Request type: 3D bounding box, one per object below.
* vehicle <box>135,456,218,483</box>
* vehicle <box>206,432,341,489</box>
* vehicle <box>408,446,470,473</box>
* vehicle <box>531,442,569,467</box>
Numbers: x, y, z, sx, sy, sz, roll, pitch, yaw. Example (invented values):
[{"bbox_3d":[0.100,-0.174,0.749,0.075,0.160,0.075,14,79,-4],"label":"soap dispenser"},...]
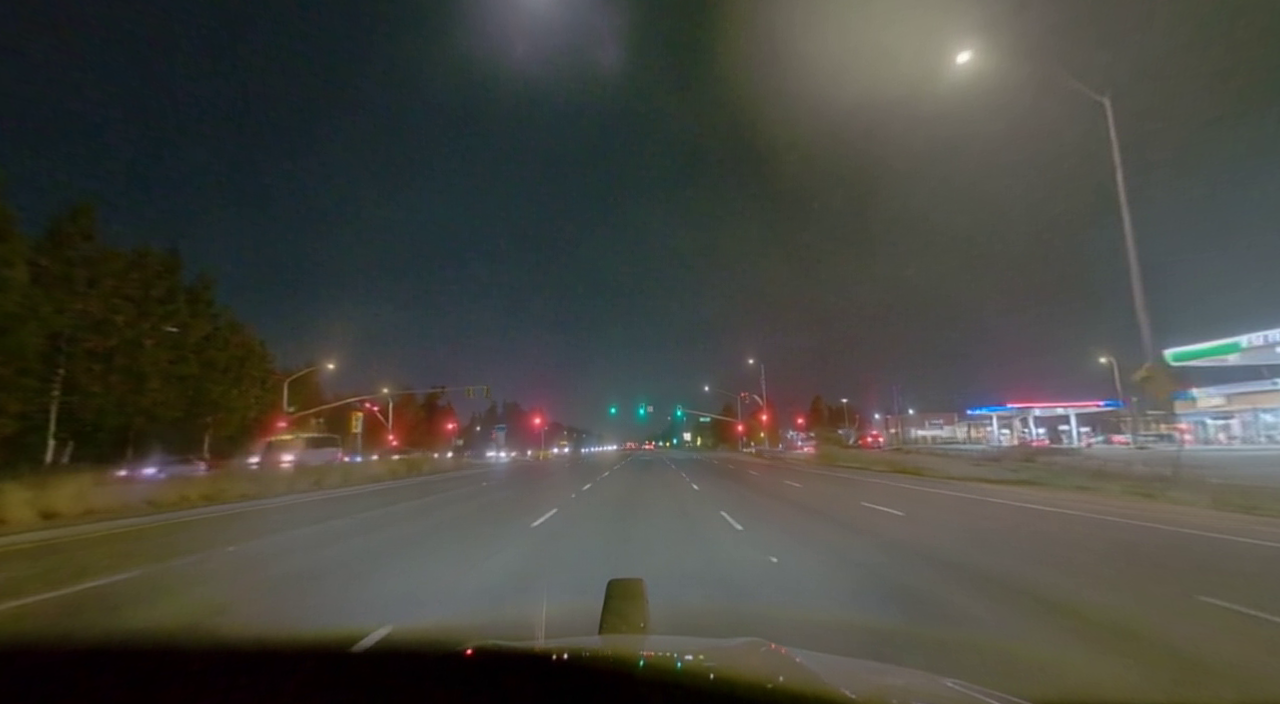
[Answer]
[{"bbox_3d":[-26.347,6.655,35.955,1.673,1.400,3.902,0,-8,2],"label":"vehicle"},{"bbox_3d":[-14.442,4.293,25.341,2.160,1.993,5.347,0,-8,0],"label":"vehicle"},{"bbox_3d":[-11.149,5.966,35.304,1.937,1.426,4.529,0,-8,0],"label":"vehicle"},{"bbox_3d":[-5.955,6.808,42.115,1.843,1.528,4.121,0,-8,1],"label":"vehicle"}]
